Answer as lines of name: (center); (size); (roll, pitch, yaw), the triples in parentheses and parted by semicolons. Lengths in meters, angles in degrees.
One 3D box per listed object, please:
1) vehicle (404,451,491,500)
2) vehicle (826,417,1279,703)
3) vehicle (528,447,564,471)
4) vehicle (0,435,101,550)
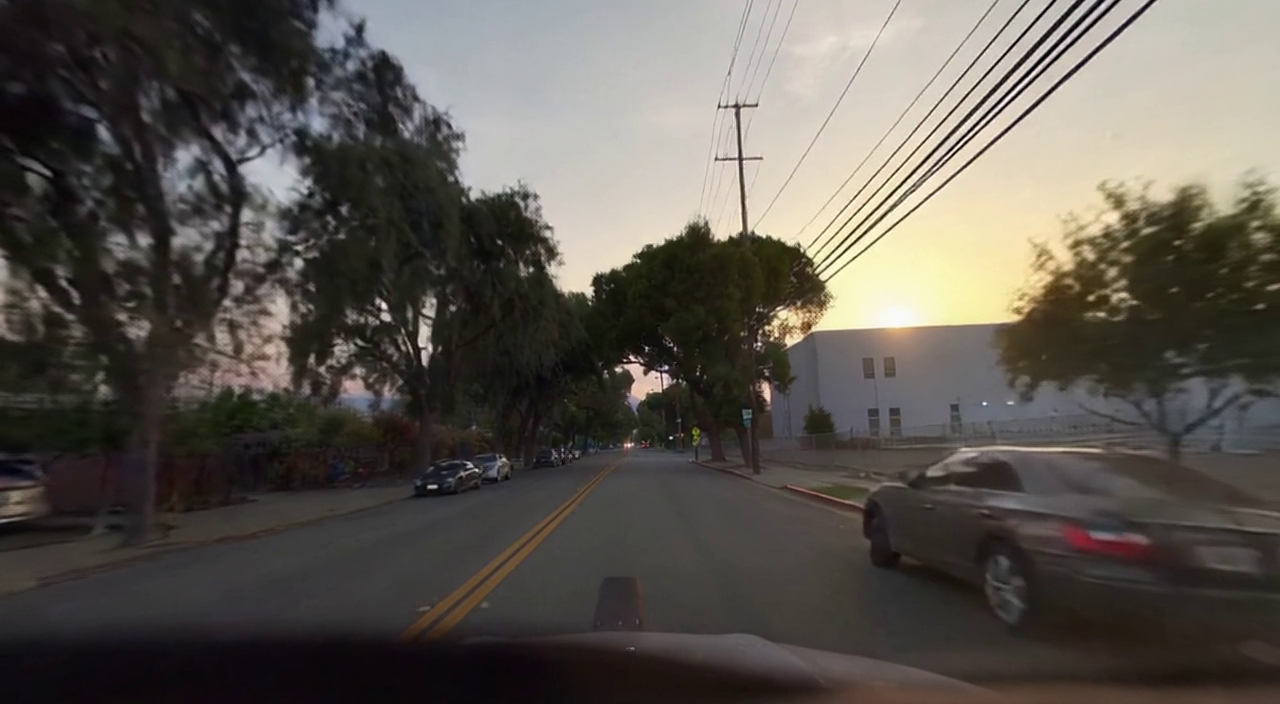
vehicle: (-6.719, 4.316, 22.546); (1.815, 1.402, 4.559); (-4, -8, -2)
vehicle: (3.121, 1.382, 5.335); (1.843, 1.495, 3.930); (0, -8, -1)
vehicle: (-6.712, 7.698, 45.604); (1.887, 1.460, 4.444); (-4, -8, 0)
vehicle: (-12.425, 2.350, 10.812); (4.502, 1.813, 1.948); (0, -8, -1)
